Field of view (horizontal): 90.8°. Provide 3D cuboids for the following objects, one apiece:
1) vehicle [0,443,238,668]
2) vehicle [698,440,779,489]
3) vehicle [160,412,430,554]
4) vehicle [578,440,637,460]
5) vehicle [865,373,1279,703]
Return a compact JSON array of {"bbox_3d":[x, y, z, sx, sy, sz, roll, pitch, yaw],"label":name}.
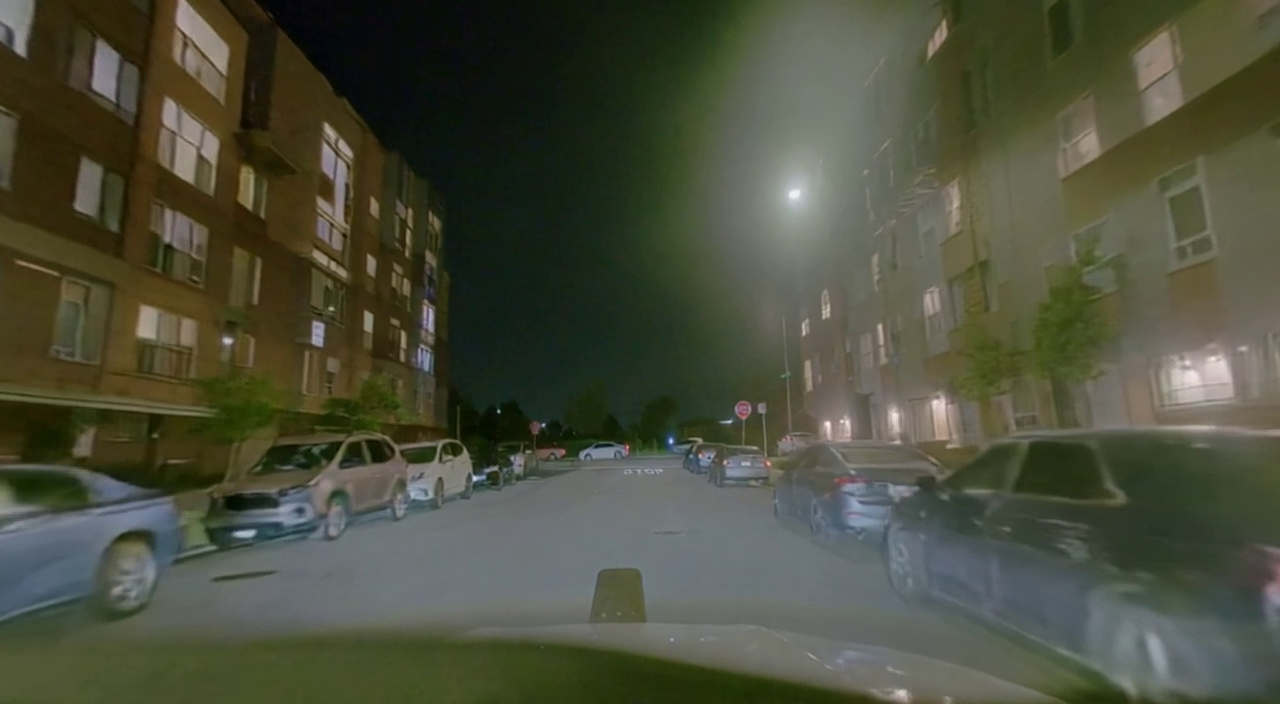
[{"bbox_3d":[-5.372,1.379,4.316,2.119,1.500,4.953,0,-8,-2],"label":"vehicle"},{"bbox_3d":[3.241,3.800,21.659,1.919,1.490,4.339,0,-8,-2],"label":"vehicle"},{"bbox_3d":[-5.551,2.143,11.100,2.216,1.953,4.553,0,-8,-1],"label":"vehicle"},{"bbox_3d":[-2.510,7.526,48.700,4.489,1.470,1.776,1,-8,-3],"label":"vehicle"},{"bbox_3d":[3.219,1.125,3.866,2.099,1.585,4.208,0,-8,0],"label":"vehicle"}]
